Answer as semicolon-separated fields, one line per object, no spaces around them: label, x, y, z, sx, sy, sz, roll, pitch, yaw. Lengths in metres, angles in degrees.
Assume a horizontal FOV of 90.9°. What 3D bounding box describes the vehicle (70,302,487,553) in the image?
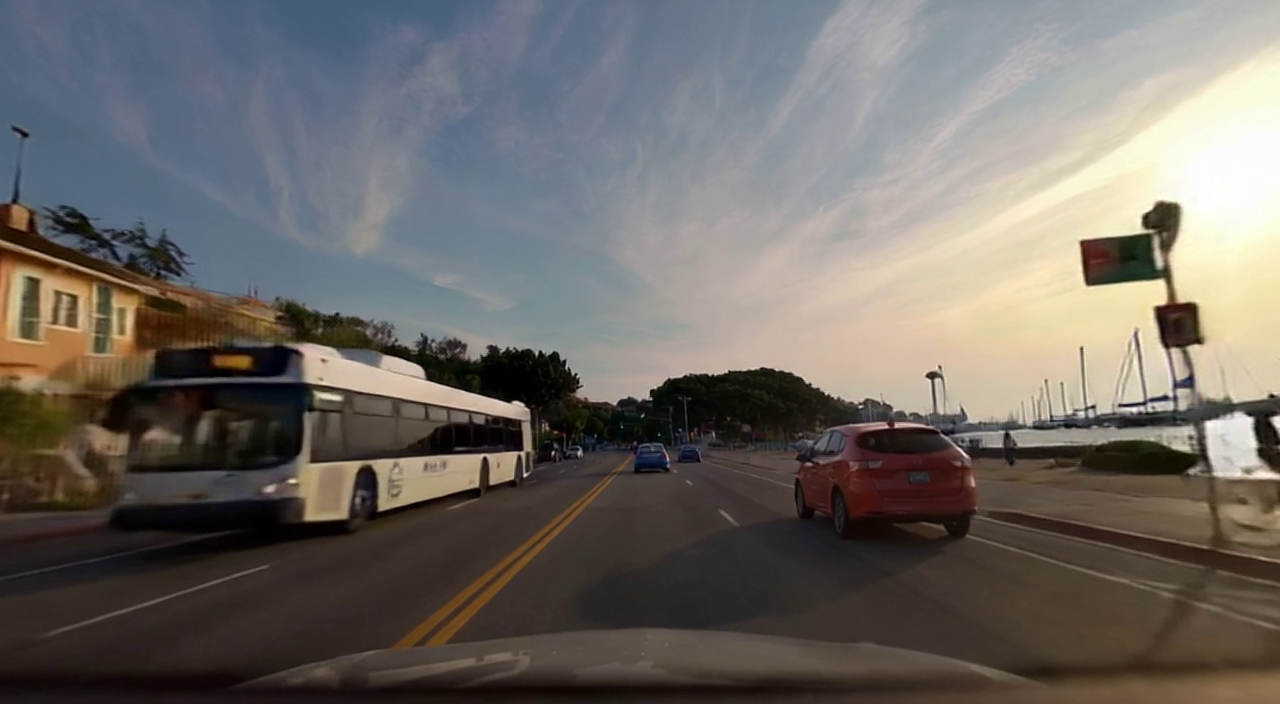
vehicle;-6.271;1.741;13.851;3.102;3.524;9.830;-1;-8;1

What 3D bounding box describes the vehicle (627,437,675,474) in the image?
vehicle;0.472;4.893;30.094;2.132;1.632;3.838;0;-8;0

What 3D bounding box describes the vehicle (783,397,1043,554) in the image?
vehicle;3.695;1.764;9.643;2.000;1.809;4.405;-1;-8;0
